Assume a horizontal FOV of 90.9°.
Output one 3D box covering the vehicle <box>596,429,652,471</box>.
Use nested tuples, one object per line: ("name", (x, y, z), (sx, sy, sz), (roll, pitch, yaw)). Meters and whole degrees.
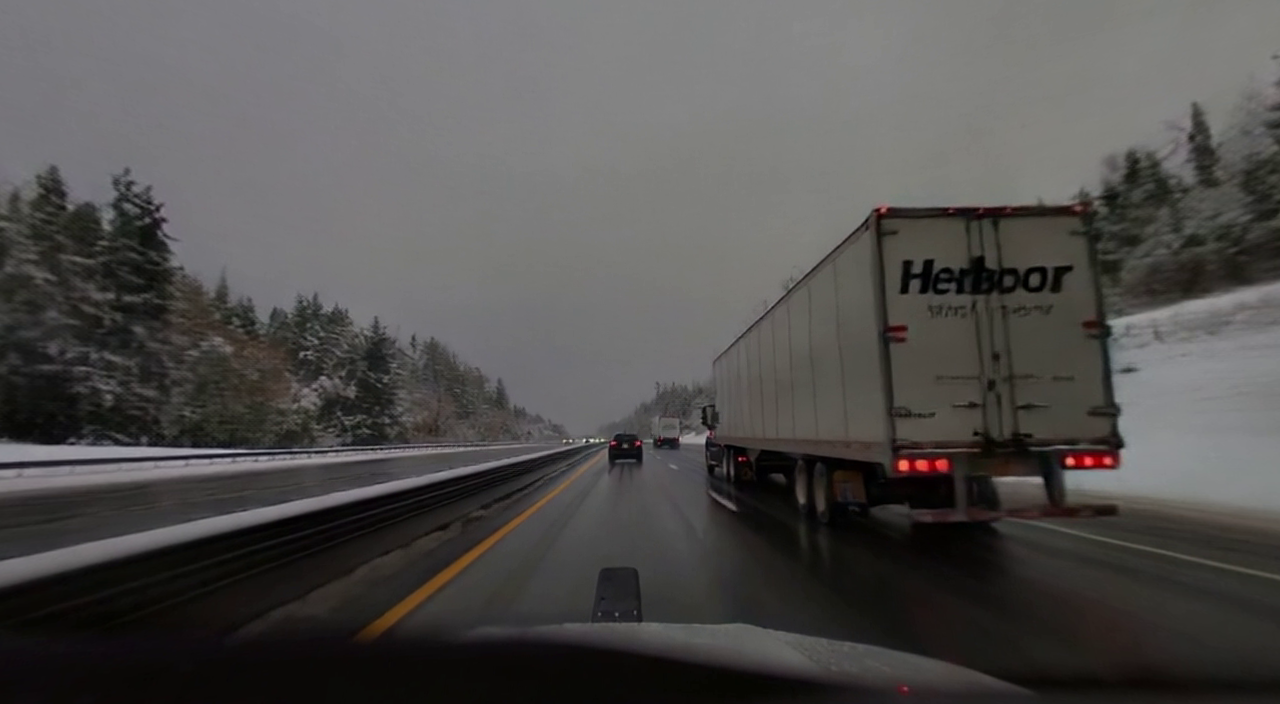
("vehicle", (-0.631, 3.931, 25.638), (2.095, 1.557, 3.963), (0, -8, -1))

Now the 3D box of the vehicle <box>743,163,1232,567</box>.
("vehicle", (4.167, 0.694, 11.148), (2.853, 4.038, 9.832), (0, -8, -1))
